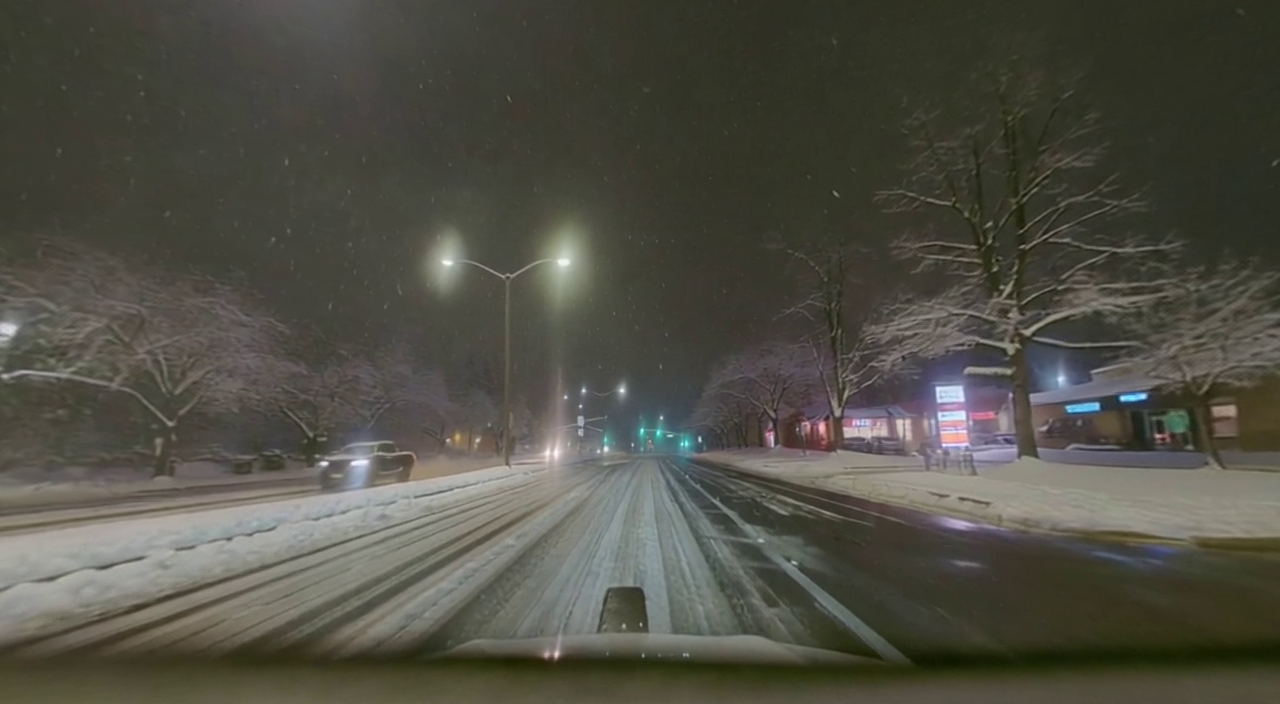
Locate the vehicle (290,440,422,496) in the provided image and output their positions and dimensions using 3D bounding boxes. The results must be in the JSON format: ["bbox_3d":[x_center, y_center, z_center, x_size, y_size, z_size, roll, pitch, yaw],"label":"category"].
[{"bbox_3d":[-8.753,3.592,19.883,1.961,1.559,4.480,-1,-9,2],"label":"vehicle"}]
